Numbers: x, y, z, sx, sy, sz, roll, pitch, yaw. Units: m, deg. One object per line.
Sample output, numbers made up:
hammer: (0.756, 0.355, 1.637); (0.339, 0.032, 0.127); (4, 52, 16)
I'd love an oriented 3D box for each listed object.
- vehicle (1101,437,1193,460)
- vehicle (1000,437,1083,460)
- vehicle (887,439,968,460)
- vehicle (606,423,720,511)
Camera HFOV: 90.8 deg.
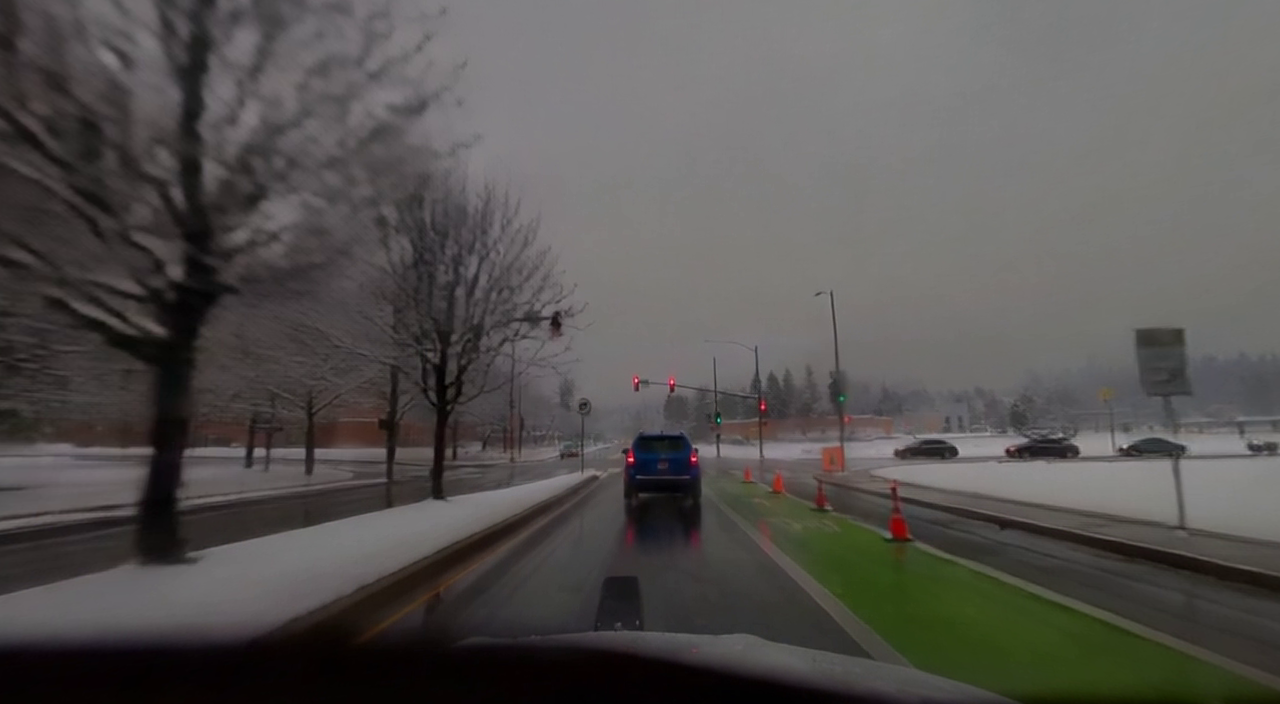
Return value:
vehicle: (34.021, 6.474, 42.464); (4.483, 1.481, 2.082); (0, -9, -3)
vehicle: (27.228, 6.561, 42.917); (4.343, 1.518, 1.845); (0, -9, -2)
vehicle: (19.411, 6.613, 42.820); (4.492, 1.422, 1.961); (0, -9, 0)
vehicle: (0.494, 2.702, 15.355); (2.339, 1.790, 4.629); (0, -8, 1)
